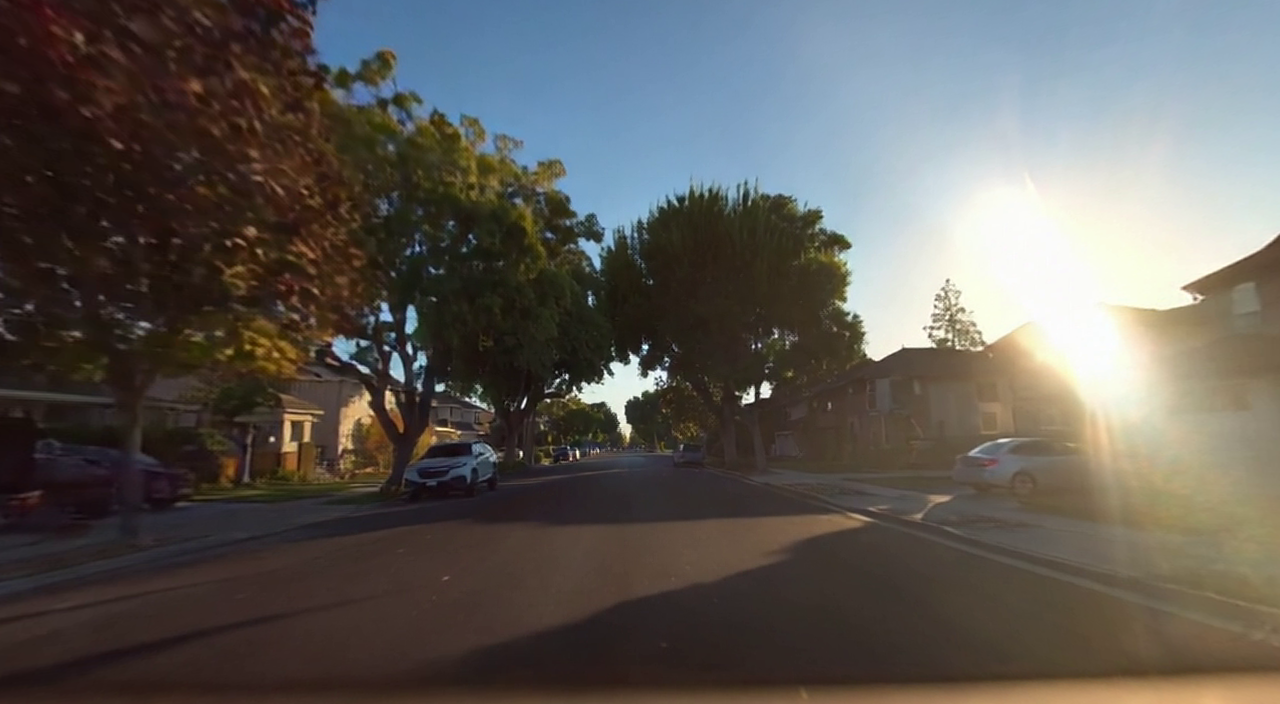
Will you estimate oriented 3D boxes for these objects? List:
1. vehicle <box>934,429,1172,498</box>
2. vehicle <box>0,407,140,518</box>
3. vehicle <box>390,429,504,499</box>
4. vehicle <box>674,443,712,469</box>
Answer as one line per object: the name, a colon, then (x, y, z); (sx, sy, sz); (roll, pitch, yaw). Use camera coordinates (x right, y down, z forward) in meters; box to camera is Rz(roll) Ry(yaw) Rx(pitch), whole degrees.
vehicle: (9.986, 2.711, 15.547); (4.497, 1.564, 1.948); (0, -8, -2)
vehicle: (-12.249, 2.007, 11.387); (2.006, 1.925, 5.163); (-2, -9, 4)
vehicle: (-5.995, 3.524, 20.384); (2.341, 1.942, 5.044); (0, -8, -3)
vehicle: (3.458, 6.823, 41.687); (1.996, 1.585, 4.371); (0, -8, -2)
